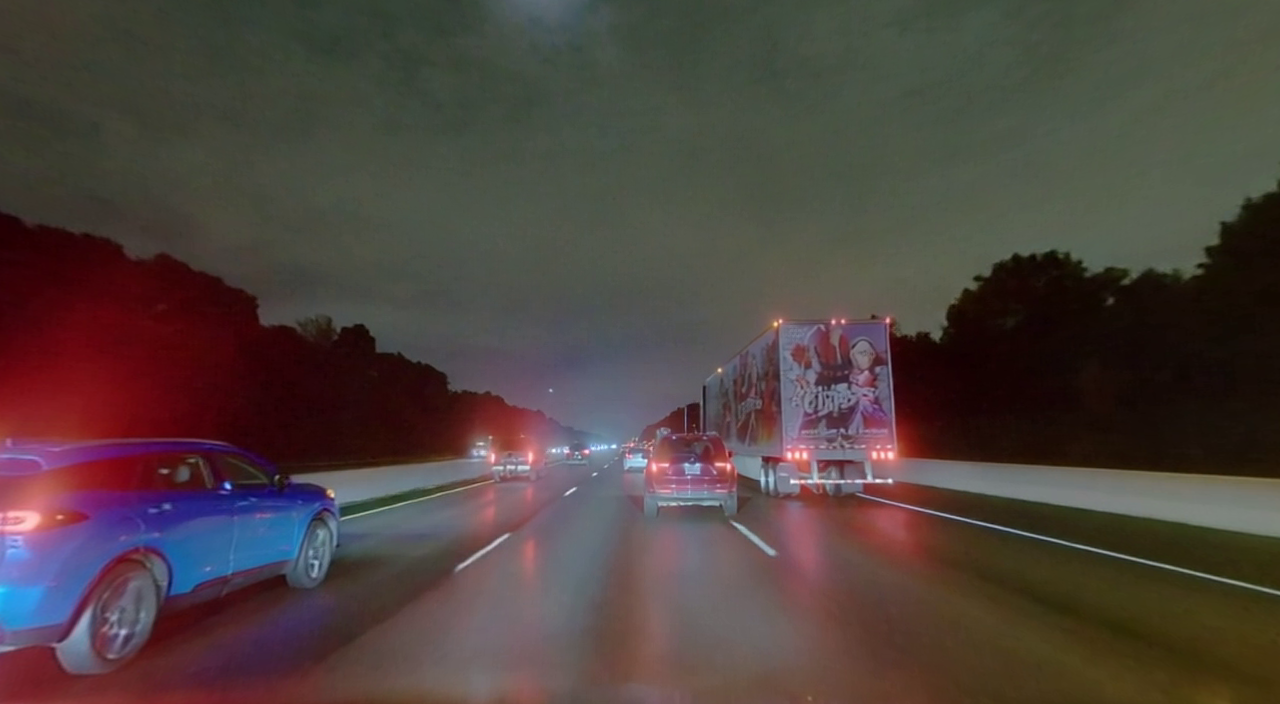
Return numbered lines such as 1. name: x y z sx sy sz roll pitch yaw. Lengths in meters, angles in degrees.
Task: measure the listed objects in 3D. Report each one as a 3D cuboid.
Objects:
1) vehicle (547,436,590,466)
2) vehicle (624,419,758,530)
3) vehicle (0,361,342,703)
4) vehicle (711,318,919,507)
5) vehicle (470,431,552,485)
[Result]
1. vehicle: -4.323 6.055 38.605 2.014 1.683 4.275 0 -8 1
2. vehicle: 0.731 2.109 11.365 2.017 1.662 3.543 0 -8 -2
3. vehicle: -4.031 1.039 4.061 1.983 1.666 4.452 0 -8 1
4. vehicle: 4.561 2.285 20.731 2.828 4.081 14.220 0 -8 0
5. vehicle: -4.243 3.538 21.255 1.905 1.642 3.803 0 -8 1
